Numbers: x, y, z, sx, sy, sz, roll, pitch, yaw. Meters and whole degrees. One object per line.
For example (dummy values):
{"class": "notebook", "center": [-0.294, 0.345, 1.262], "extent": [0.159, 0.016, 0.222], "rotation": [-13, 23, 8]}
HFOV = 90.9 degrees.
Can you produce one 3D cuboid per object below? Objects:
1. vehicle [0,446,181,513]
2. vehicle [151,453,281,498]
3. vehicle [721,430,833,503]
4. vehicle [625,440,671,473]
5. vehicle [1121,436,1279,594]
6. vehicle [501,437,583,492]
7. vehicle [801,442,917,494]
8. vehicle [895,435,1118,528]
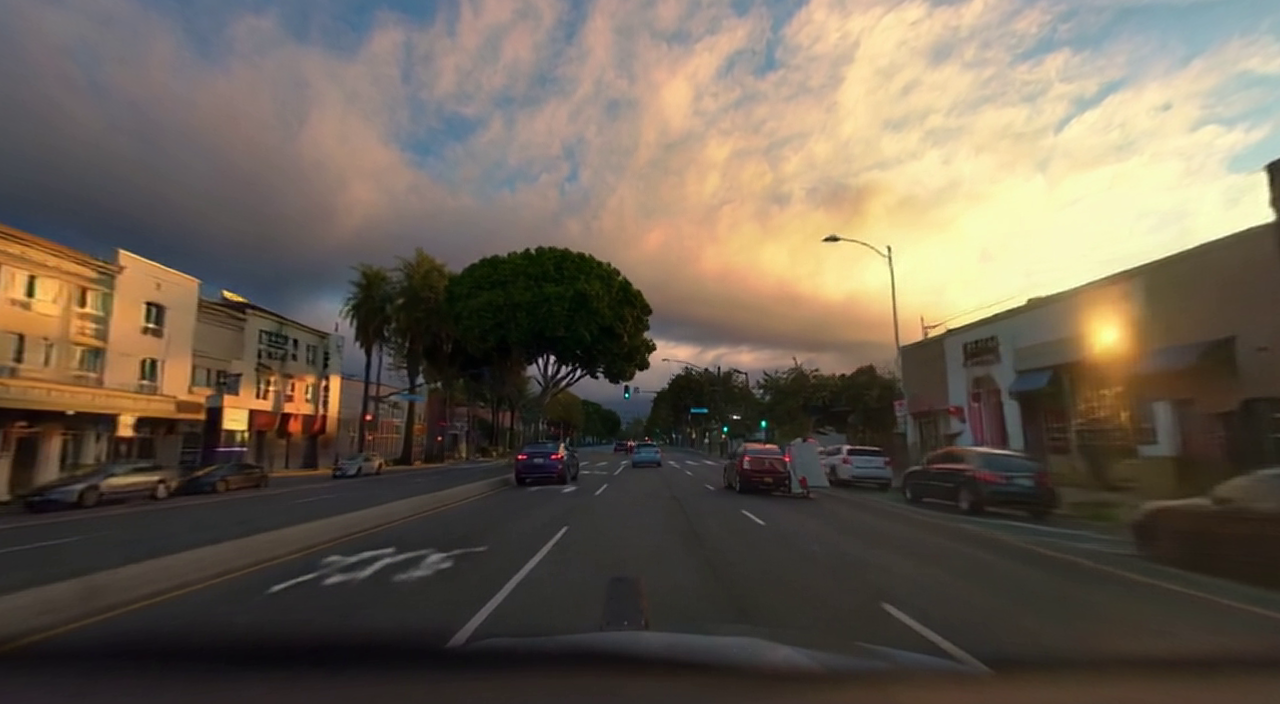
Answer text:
{"class": "vehicle", "center": [-16.991, 3.888, 19.751], "extent": [2.001, 1.760, 4.329], "rotation": [-2, -8, -1]}
{"class": "vehicle", "center": [-16.677, 4.841, 25.159], "extent": [1.919, 1.469, 4.719], "rotation": [-2, -8, 1]}
{"class": "vehicle", "center": [3.377, 2.898, 16.362], "extent": [1.987, 1.637, 3.896], "rotation": [0, -8, 0]}
{"class": "vehicle", "center": [0.367, 5.047, 30.617], "extent": [2.103, 1.468, 4.094], "rotation": [0, -8, 0]}
{"class": "vehicle", "center": [6.944, 1.435, 5.328], "extent": [1.908, 1.467, 4.837], "rotation": [0, -8, 0]}
{"class": "vehicle", "center": [-2.975, 3.496, 19.957], "extent": [1.860, 1.510, 4.073], "rotation": [-1, -8, 1]}
{"class": "vehicle", "center": [6.963, 3.709, 20.705], "extent": [1.920, 1.473, 4.898], "rotation": [0, -8, -2]}
{"class": "vehicle", "center": [7.052, 2.498, 12.826], "extent": [1.898, 1.524, 4.439], "rotation": [-1, -8, 1]}
